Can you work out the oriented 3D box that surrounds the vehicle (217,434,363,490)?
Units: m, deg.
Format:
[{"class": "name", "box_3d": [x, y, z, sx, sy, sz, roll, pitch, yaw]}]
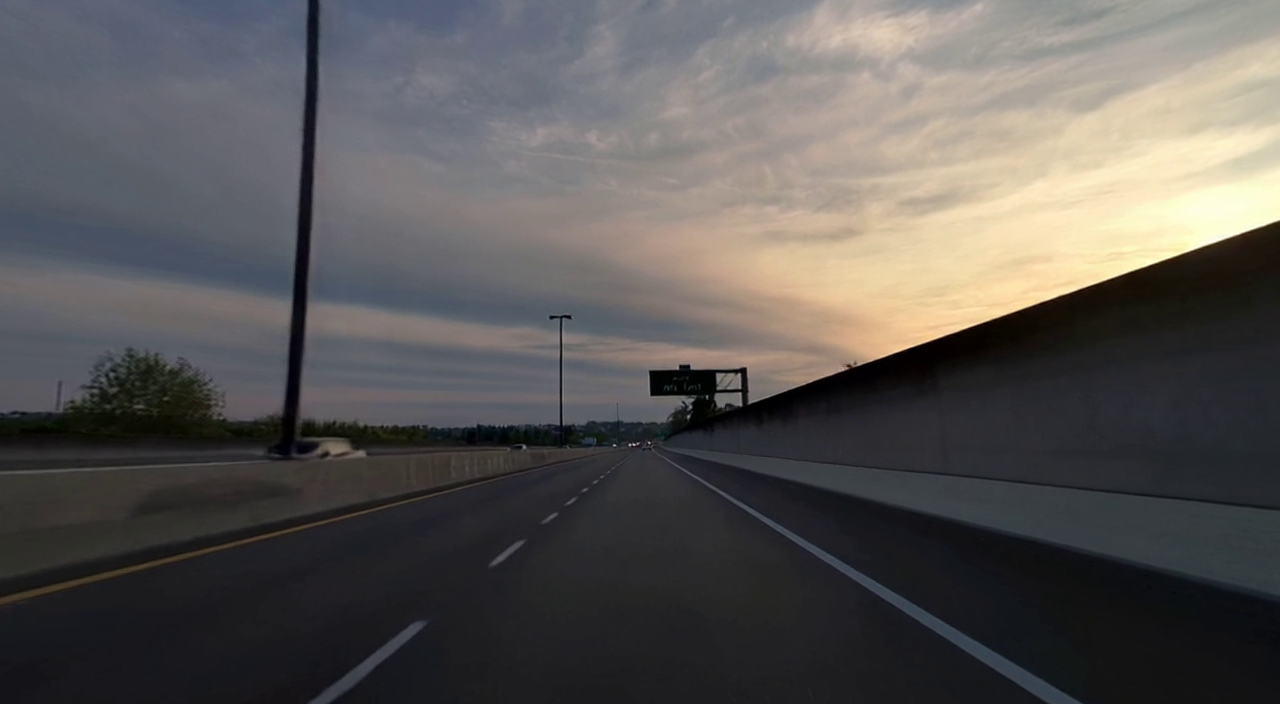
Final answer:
[{"class": "vehicle", "box_3d": [-11.728, 3.698, 21.637, 2.044, 1.690, 5.155, 0, -8, 0]}]
